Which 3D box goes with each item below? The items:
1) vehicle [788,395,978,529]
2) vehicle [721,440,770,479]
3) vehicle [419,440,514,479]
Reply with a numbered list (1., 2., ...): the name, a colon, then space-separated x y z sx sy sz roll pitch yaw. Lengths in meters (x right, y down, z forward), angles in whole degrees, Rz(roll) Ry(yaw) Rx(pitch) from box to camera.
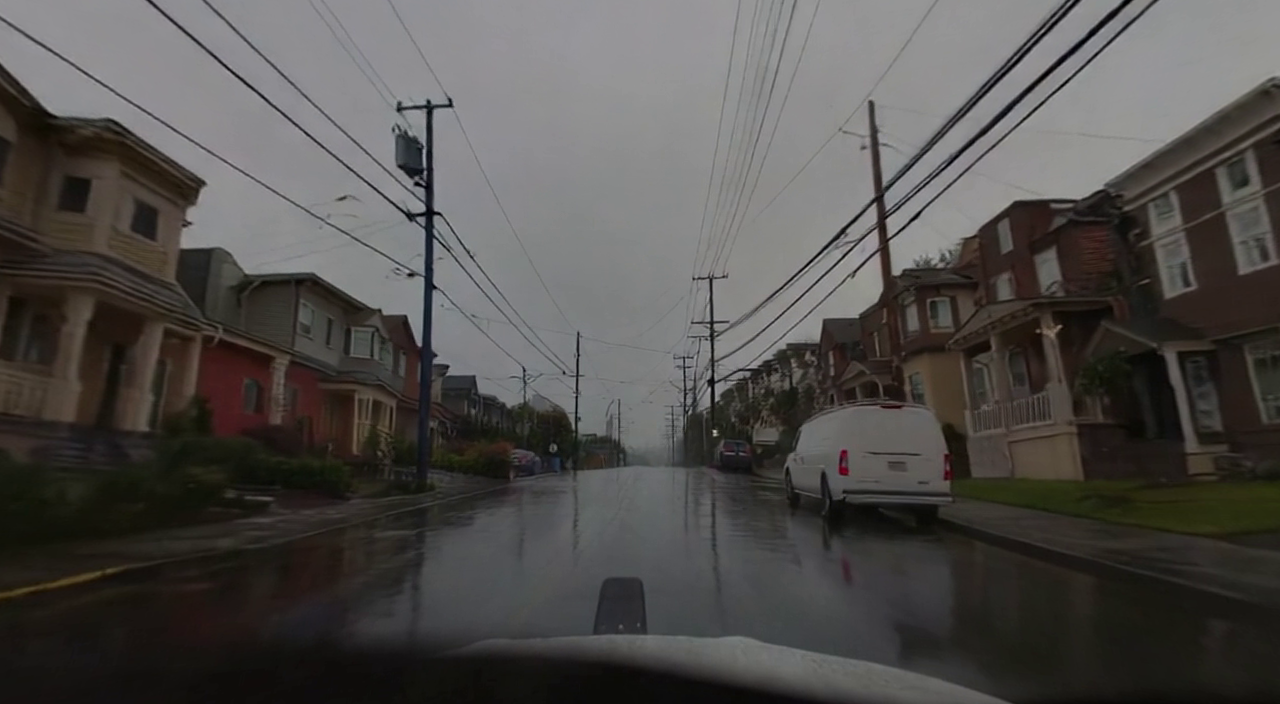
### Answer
1. vehicle: 4.562 2.159 12.775 2.343 2.229 4.199 0 -9 4
2. vehicle: 5.192 5.344 31.580 1.961 1.777 4.189 0 -9 3
3. vehicle: -7.725 4.802 28.363 3.684 1.628 1.792 0 -8 3
